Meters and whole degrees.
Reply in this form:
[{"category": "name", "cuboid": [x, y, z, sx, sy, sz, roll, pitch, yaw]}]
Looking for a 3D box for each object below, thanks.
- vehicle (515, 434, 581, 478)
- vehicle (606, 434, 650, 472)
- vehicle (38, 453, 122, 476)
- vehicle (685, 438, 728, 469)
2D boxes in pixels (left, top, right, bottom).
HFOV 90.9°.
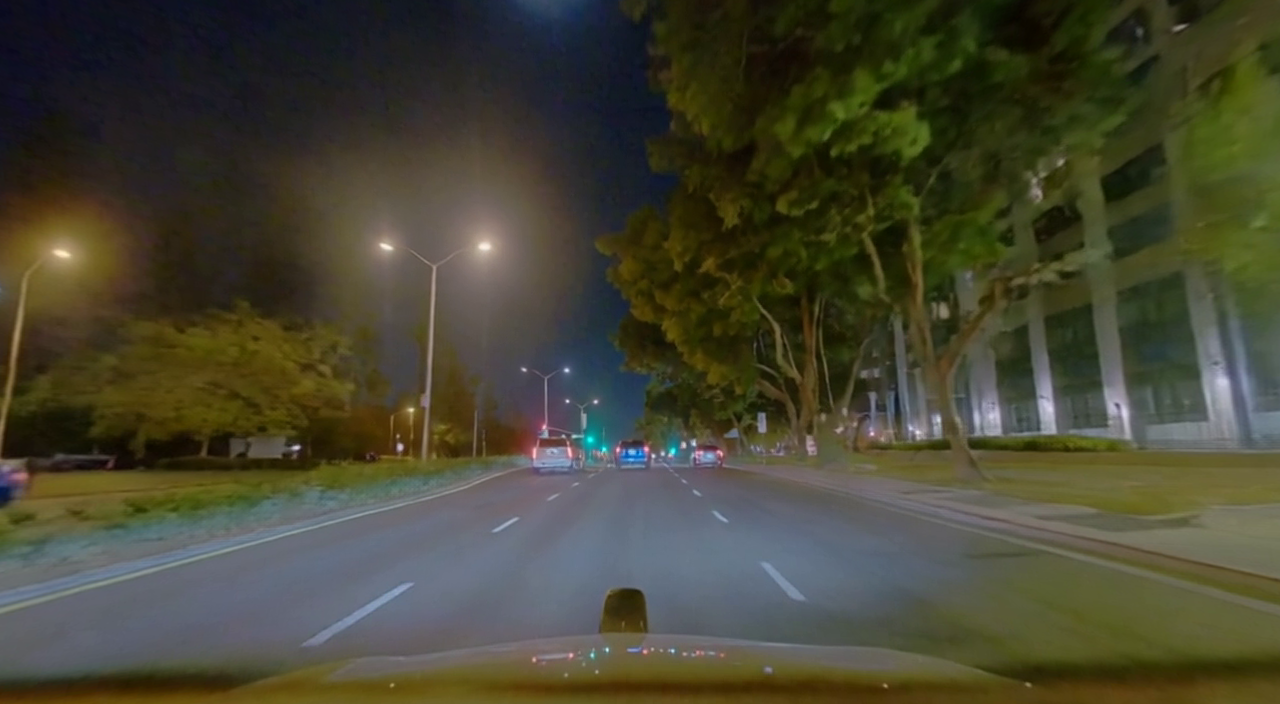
[{"category": "vehicle", "cuboid": [-3.791, 4.345, 26.670, 2.047, 1.710, 4.314, 0, -8, 1]}, {"category": "vehicle", "cuboid": [-0.536, 4.910, 30.762, 2.022, 1.700, 4.084, 0, -8, 0]}, {"category": "vehicle", "cuboid": [-41.665, 8.446, 47.104, 1.761, 1.433, 4.631, -4, -13, 5]}, {"category": "vehicle", "cuboid": [3.589, 5.557, 34.712, 1.847, 1.554, 4.052, 0, -8, -1]}]
